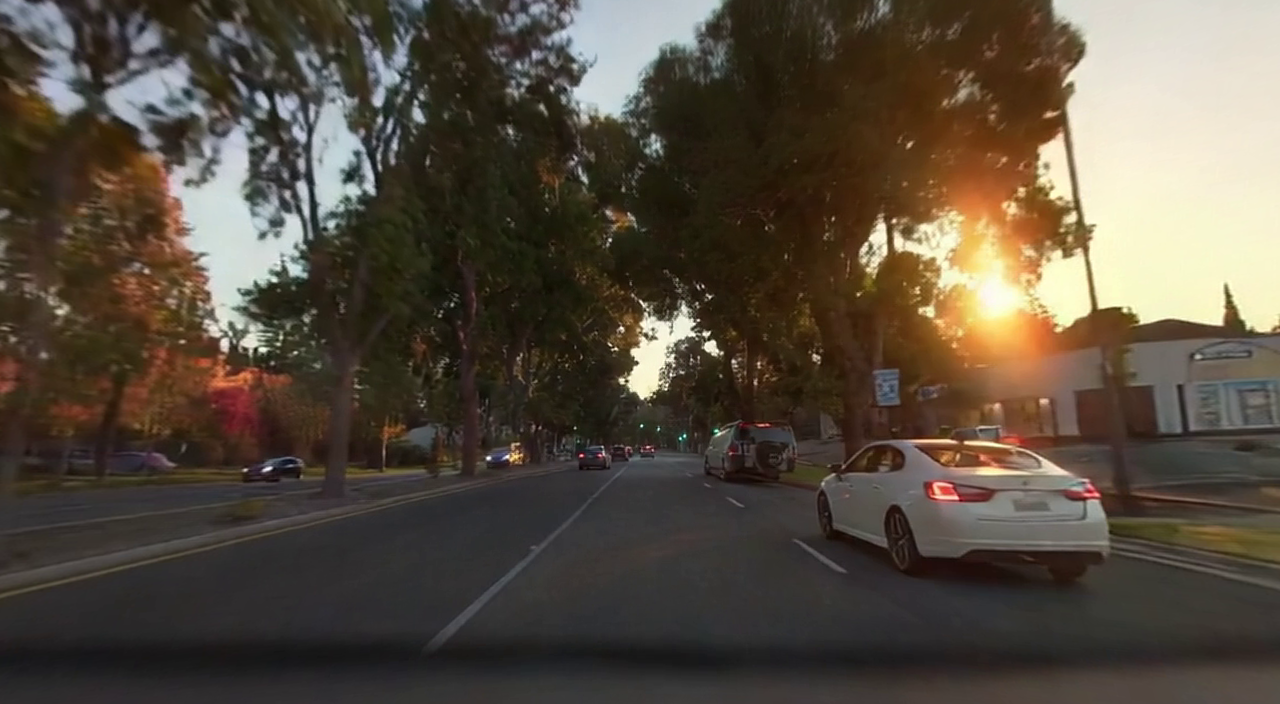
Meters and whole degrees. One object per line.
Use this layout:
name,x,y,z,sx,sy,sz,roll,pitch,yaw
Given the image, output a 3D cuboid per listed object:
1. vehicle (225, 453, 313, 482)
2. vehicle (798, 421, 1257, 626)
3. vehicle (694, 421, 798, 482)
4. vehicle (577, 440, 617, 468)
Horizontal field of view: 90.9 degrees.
vehicle,-20.926,6.523,35.817,2.222,1.472,4.563,0,-8,1
vehicle,3.410,1.593,6.981,2.095,1.475,4.686,0,-8,0
vehicle,4.176,4.127,26.388,3.245,2.199,6.295,0,-8,0
vehicle,-2.778,6.770,42.024,2.250,1.713,4.422,0,-8,2
